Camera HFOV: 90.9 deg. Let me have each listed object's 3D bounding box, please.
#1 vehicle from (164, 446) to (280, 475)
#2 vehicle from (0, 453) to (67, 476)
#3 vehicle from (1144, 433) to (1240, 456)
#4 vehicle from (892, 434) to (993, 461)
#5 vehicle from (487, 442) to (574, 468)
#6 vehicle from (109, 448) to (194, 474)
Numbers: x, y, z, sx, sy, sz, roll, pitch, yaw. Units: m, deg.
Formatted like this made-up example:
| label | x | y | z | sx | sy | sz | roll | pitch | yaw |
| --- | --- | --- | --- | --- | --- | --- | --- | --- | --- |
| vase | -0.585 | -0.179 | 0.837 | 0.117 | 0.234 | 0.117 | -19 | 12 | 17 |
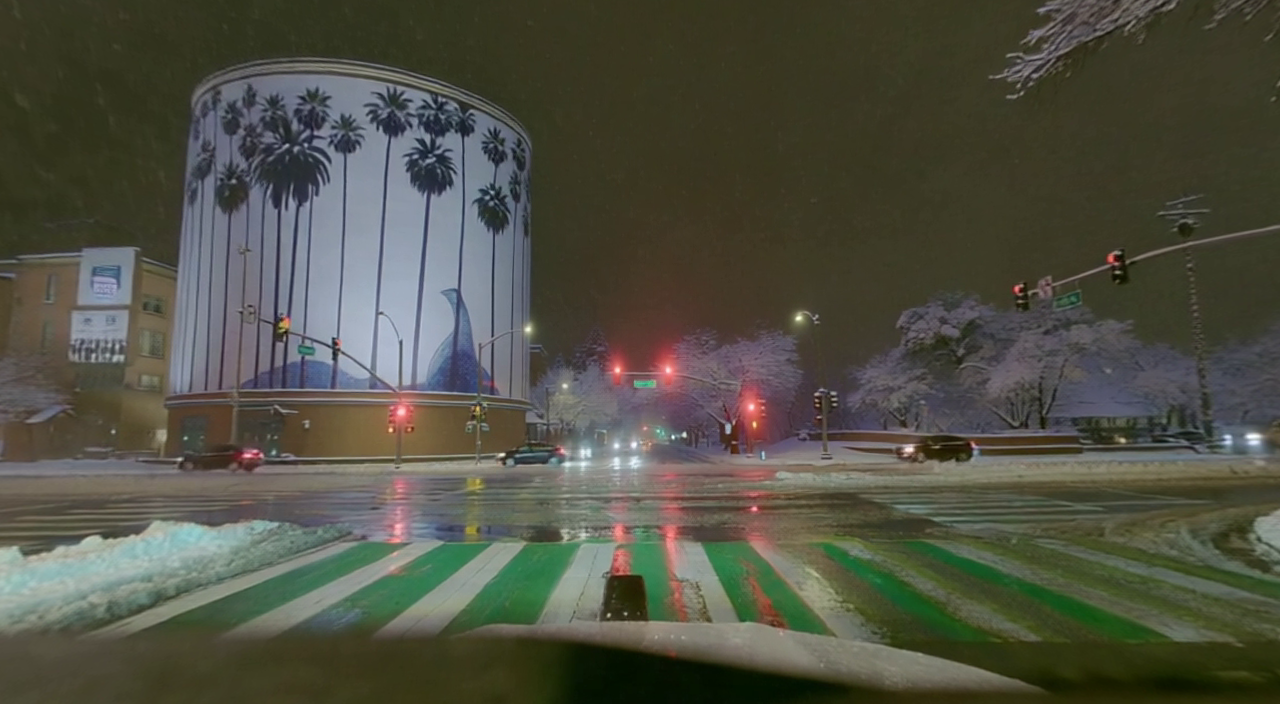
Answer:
| label | x | y | z | sx | sy | sz | roll | pitch | yaw |
| --- | --- | --- | --- | --- | --- | --- | --- | --- | --- |
| vehicle | -22.096 | 5.738 | 33.454 | 4.875 | 1.461 | 1.777 | 0 | -8 | 1 |
| vehicle | -41.664 | 7.622 | 42.778 | 3.698 | 1.508 | 1.779 | 0 | -8 | 1 |
| vehicle | 36.049 | 6.026 | 41.257 | 4.606 | 1.449 | 1.687 | 0 | -8 | 1 |
| vehicle | 17.524 | 5.554 | 36.658 | 4.893 | 1.458 | 1.791 | 0 | -8 | 0 |
| vehicle | -6.427 | 6.066 | 37.245 | 4.784 | 1.465 | 1.798 | 0 | -8 | 1 |
| vehicle | -33.078 | 7.392 | 42.765 | 4.136 | 1.661 | 1.857 | 0 | -8 | 0 |
